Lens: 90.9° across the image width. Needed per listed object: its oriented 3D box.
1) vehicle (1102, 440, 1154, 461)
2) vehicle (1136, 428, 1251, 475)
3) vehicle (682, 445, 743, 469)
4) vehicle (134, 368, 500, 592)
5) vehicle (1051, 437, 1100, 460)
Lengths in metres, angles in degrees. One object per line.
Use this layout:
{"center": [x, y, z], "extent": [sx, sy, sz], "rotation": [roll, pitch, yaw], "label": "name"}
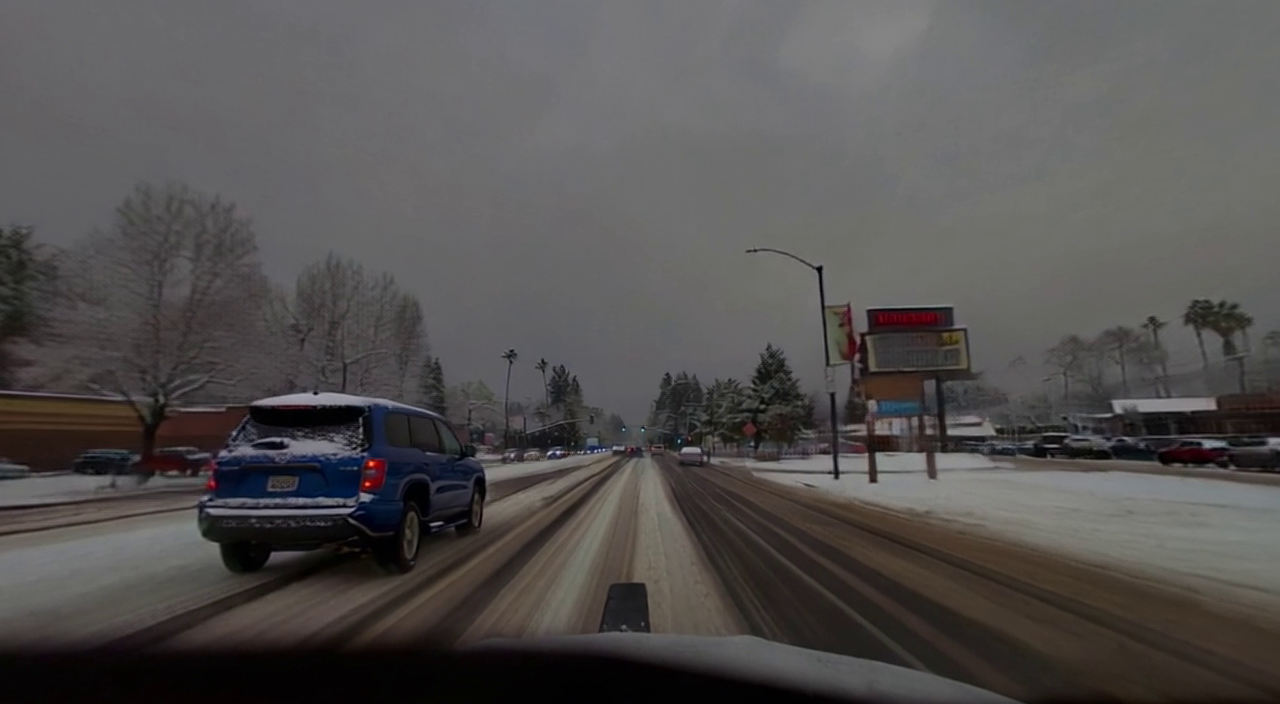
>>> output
{"center": [36.044, 7.278, 46.698], "extent": [1.815, 1.419, 4.726], "rotation": [-4, -9, 23], "label": "vehicle"}
{"center": [23.646, 4.279, 27.194], "extent": [2.180, 1.808, 4.462], "rotation": [-3, -9, 21], "label": "vehicle"}
{"center": [4.832, 7.051, 42.480], "extent": [1.919, 1.472, 4.470], "rotation": [4, -10, -26], "label": "vehicle"}
{"center": [-3.372, 1.465, 7.928], "extent": [2.152, 1.987, 4.527], "rotation": [0, -9, 0], "label": "vehicle"}
{"center": [31.730, 7.045, 46.034], "extent": [1.982, 1.611, 4.314], "rotation": [-3, -9, 22], "label": "vehicle"}
